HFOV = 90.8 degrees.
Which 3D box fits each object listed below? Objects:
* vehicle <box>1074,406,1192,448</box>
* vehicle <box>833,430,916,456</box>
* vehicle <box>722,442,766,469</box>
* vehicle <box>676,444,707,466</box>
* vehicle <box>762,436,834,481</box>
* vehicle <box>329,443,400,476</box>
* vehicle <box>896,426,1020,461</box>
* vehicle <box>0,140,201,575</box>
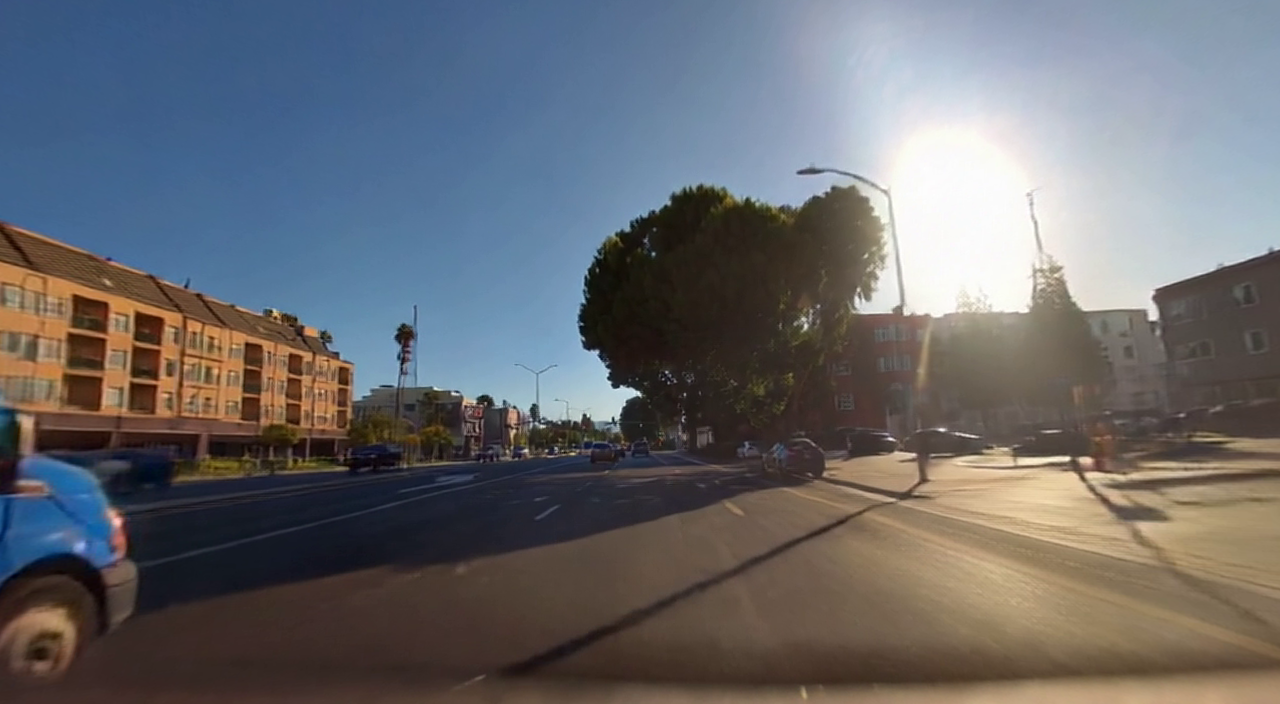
[{"bbox_3d":[30.715,4.748,39.539,5.204,2.465,2.316,-1,-8,5],"label":"vehicle"},{"bbox_3d":[15.048,5.856,40.707,4.527,1.637,1.887,0,-8,-1],"label":"vehicle"},{"bbox_3d":[6.881,6.861,42.169,2.063,1.631,4.507,0,-8,-1],"label":"vehicle"},{"bbox_3d":[3.741,7.505,46.354,1.878,1.534,4.120,0,-8,0],"label":"vehicle"},{"bbox_3d":[6.635,4.517,27.101,2.175,1.770,4.373,-1,-8,3],"label":"vehicle"},{"bbox_3d":[-15.161,5.905,35.084,2.014,1.700,4.308,0,-8,0],"label":"vehicle"},{"bbox_3d":[15.233,4.410,30.495,4.830,1.605,1.982,-1,-9,4],"label":"vehicle"},{"bbox_3d":[-5.737,-0.225,2.449,2.763,2.974,7.562,0,-8,-2],"label":"vehicle"}]
